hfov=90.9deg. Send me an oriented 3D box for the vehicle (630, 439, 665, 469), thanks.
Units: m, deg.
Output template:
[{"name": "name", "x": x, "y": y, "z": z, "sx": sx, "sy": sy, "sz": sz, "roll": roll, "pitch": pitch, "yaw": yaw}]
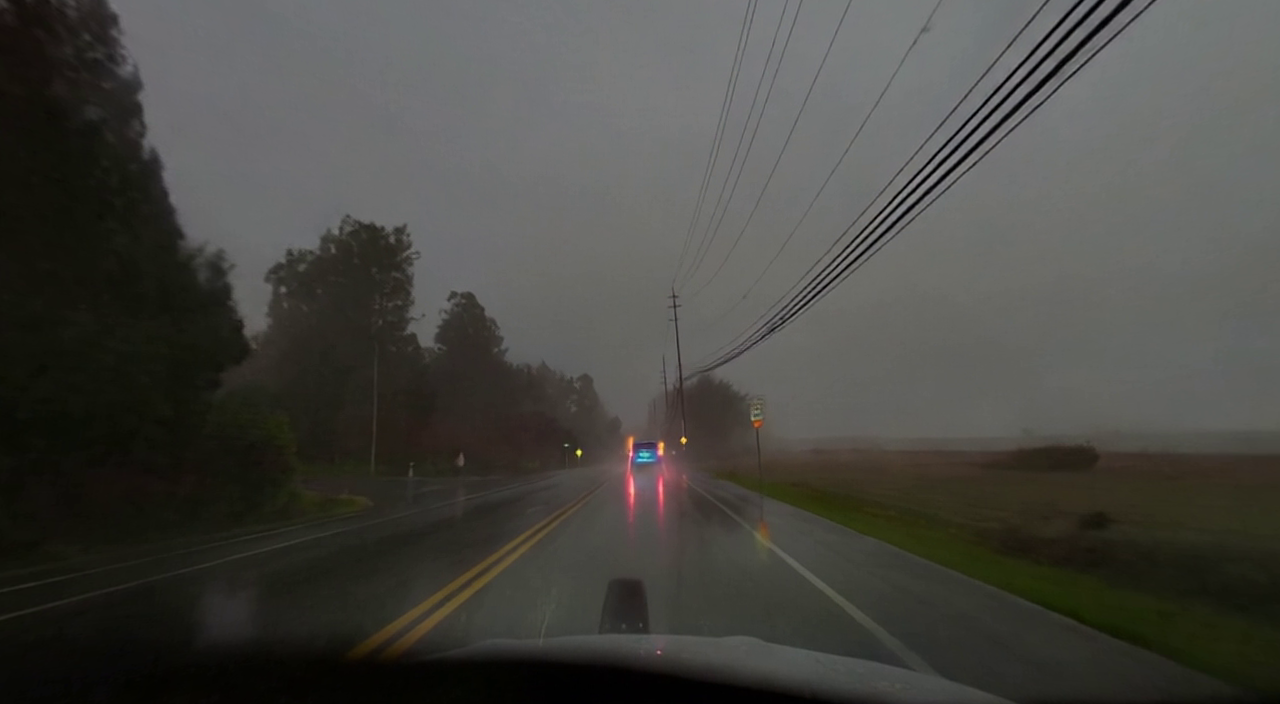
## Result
[{"name": "vehicle", "x": 0.512, "y": 7.579, "z": 47.028, "sx": 2.468, "sy": 2.056, "sz": 4.422, "roll": 0, "pitch": -8, "yaw": 0}]
